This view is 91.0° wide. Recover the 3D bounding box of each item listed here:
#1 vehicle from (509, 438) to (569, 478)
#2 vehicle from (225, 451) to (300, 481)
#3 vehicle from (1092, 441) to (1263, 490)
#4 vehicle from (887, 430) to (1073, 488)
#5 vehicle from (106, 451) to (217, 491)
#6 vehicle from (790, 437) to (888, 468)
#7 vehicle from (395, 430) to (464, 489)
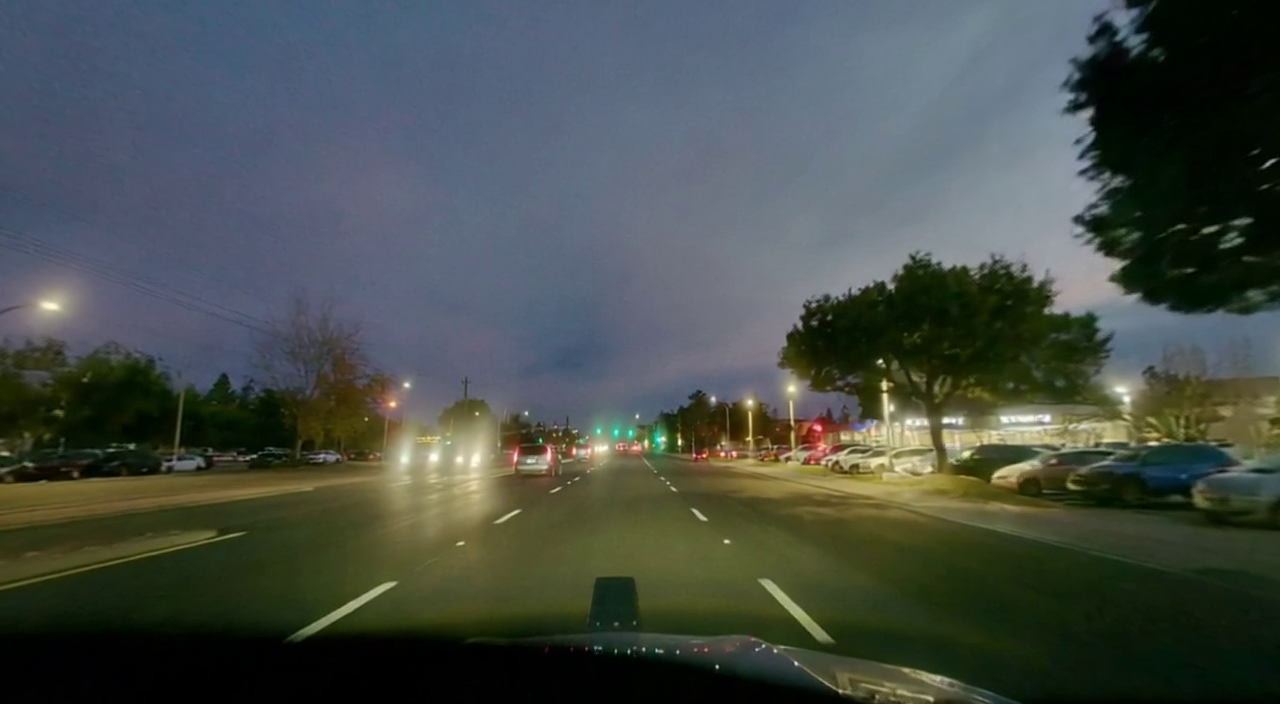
[{"bbox_3d":[-4.546,4.868,29.053,2.109,1.672,4.256,0,-9,-1],"label":"vehicle"},{"bbox_3d":[-23.712,7.149,39.792,1.938,1.691,4.696,0,-9,-2],"label":"vehicle"},{"bbox_3d":[18.890,4.027,22.492,1.937,1.493,4.612,-1,-9,-1],"label":"vehicle"},{"bbox_3d":[11.978,3.762,22.462,5.519,1.836,2.138,-5,-10,32],"label":"vehicle"},{"bbox_3d":[-23.757,5.889,31.502,1.953,1.789,4.591,0,-9,-1],"label":"vehicle"},{"bbox_3d":[11.991,6.088,38.236,5.426,1.811,2.193,-2,-9,15],"label":"vehicle"},{"bbox_3d":[-7.866,3.993,23.671,2.123,1.864,5.553,2,-9,-18],"label":"vehicle"}]
